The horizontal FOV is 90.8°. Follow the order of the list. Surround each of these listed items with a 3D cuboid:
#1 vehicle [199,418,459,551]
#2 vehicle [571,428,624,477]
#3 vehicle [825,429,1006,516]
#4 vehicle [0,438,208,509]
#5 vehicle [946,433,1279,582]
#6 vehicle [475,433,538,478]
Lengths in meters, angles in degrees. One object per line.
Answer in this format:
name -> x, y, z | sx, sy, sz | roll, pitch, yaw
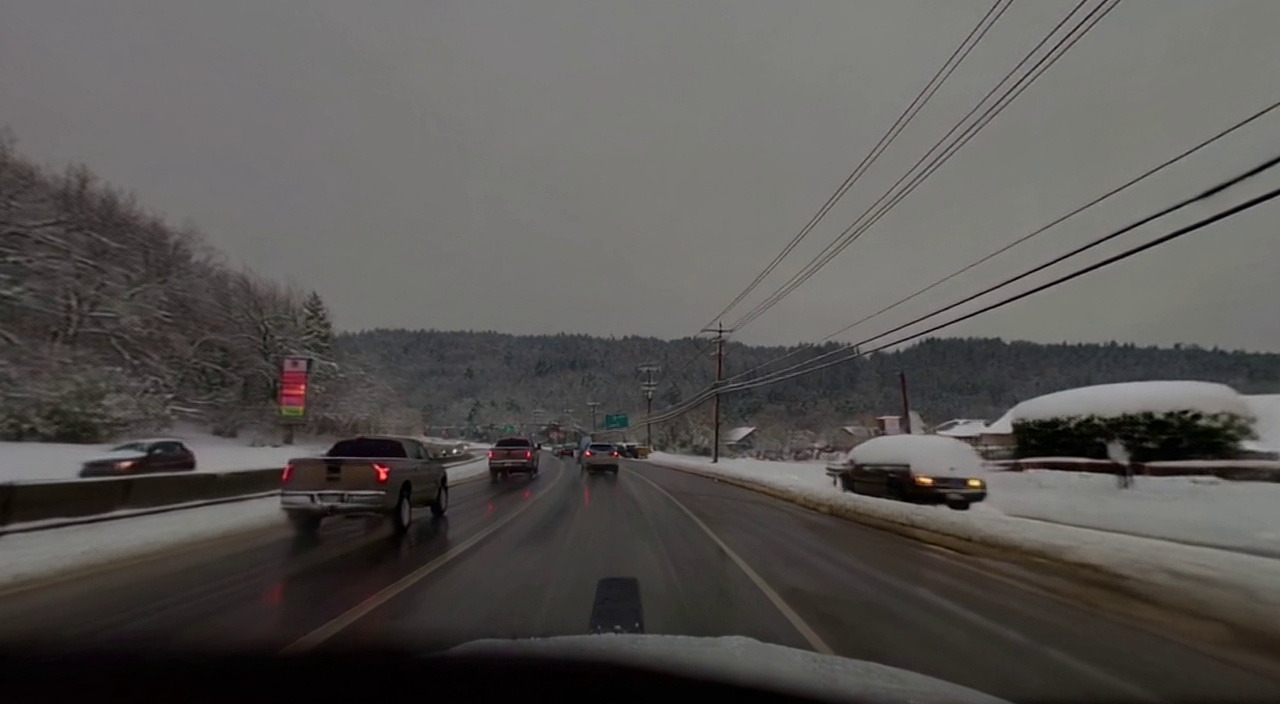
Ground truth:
vehicle -> -4.759, 2.085, 10.665 | 2.185, 1.721, 4.550 | 0, -9, -2
vehicle -> -2.268, 5.157, 32.666 | 2.486, 2.280, 5.291 | 1, -9, -6
vehicle -> 6.340, 2.814, 15.279 | 2.058, 1.747, 4.585 | 1, -9, -4
vehicle -> -13.795, 3.096, 16.612 | 1.930, 1.591, 4.408 | 0, -9, -3
vehicle -> 6.362, 1.941, 8.844 | 1.877, 1.503, 4.653 | 0, -9, 1
vehicle -> -6.440, 5.078, 31.195 | 2.345, 2.012, 5.693 | 1, -9, -5
